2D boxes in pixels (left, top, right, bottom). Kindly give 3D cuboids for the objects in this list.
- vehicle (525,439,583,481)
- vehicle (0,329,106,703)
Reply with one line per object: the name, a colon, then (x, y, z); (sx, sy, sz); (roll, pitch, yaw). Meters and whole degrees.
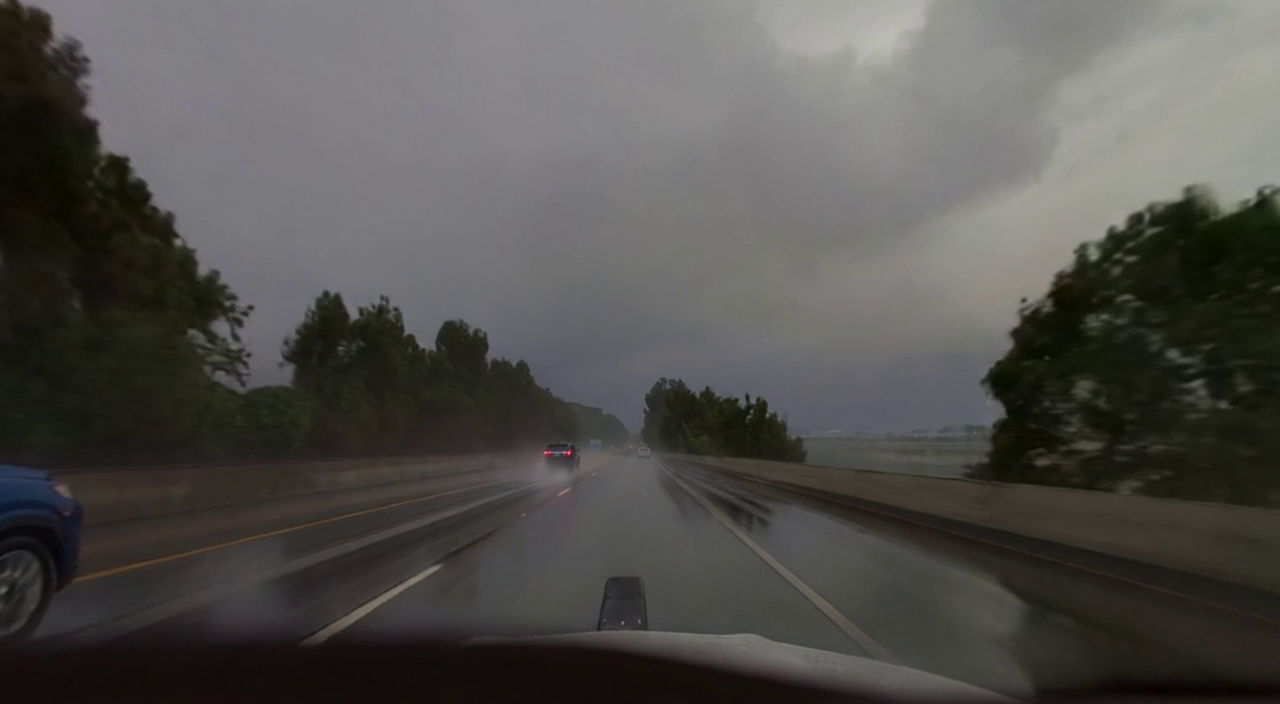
vehicle: (-3.931, 5.024, 29.575); (2.056, 1.811, 4.202); (0, -9, 1)
vehicle: (-4.408, 0.584, 1.487); (2.102, 1.941, 4.703); (0, -9, 0)
